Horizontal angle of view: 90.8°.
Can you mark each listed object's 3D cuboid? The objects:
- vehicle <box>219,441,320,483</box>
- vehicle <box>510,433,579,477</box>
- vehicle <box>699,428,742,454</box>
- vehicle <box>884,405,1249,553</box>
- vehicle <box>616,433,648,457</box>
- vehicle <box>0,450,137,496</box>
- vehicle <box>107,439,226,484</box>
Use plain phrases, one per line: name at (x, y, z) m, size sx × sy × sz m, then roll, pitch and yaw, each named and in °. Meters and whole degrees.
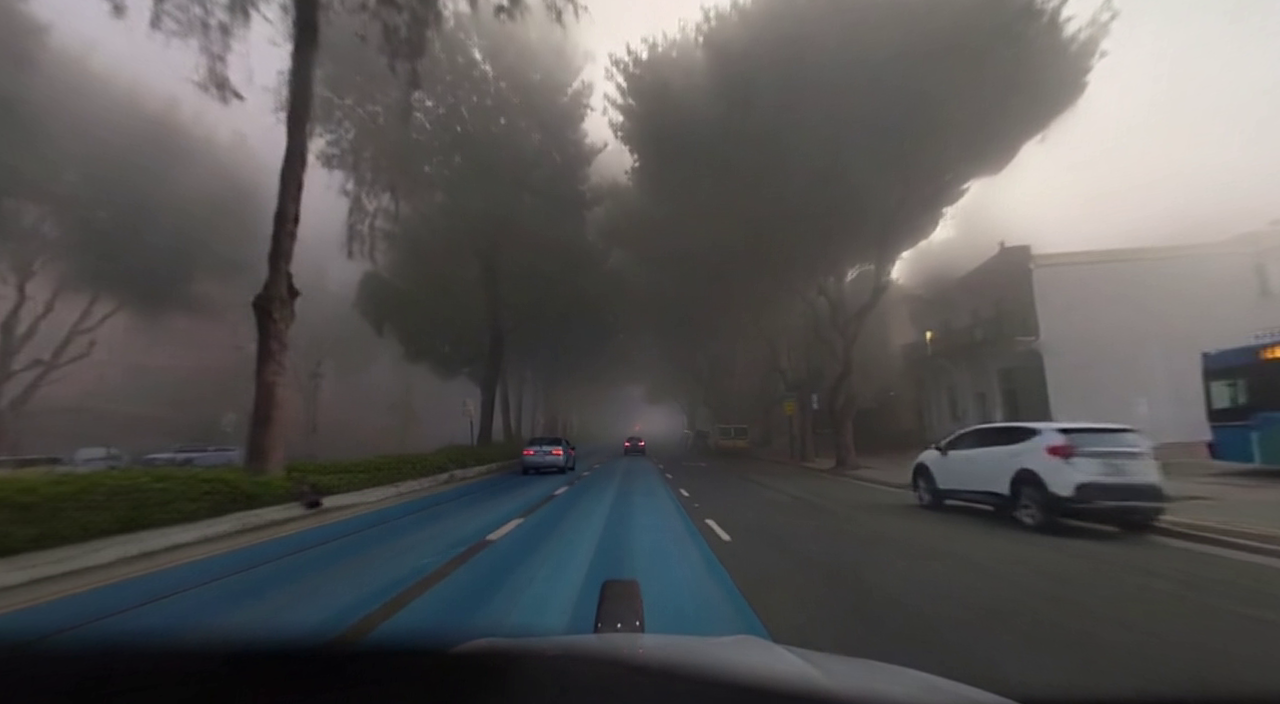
vehicle at (-15.307, 4.536, 26.370) m, size 1.806 × 1.590 × 4.151 m, roll 0°, pitch -8°, yaw -2°
vehicle at (-3.546, 3.894, 24.161) m, size 1.934 × 1.522 × 4.287 m, roll 0°, pitch -8°, yaw 0°
vehicle at (5.964, 6.743, 47.752) m, size 2.390 × 1.816 × 6.050 m, roll 0°, pitch -8°, yaw -1°
vehicle at (6.378, 1.984, 10.728) m, size 2.206 × 1.803 × 5.753 m, roll 0°, pitch -8°, yaw 0°
vehicle at (-0.511, 6.182, 42.109) m, size 1.999 × 1.520 × 3.896 m, roll 0°, pitch -8°, yaw 0°
vehicle at (-22.142, 4.499, 23.966) m, size 2.137 × 1.493 × 4.852 m, roll 0°, pitch -8°, yaw -1°
vehicle at (-21.853, 5.070, 29.475) m, size 1.947 × 1.857 × 4.851 m, roll -1°, pitch -9°, yaw -3°
